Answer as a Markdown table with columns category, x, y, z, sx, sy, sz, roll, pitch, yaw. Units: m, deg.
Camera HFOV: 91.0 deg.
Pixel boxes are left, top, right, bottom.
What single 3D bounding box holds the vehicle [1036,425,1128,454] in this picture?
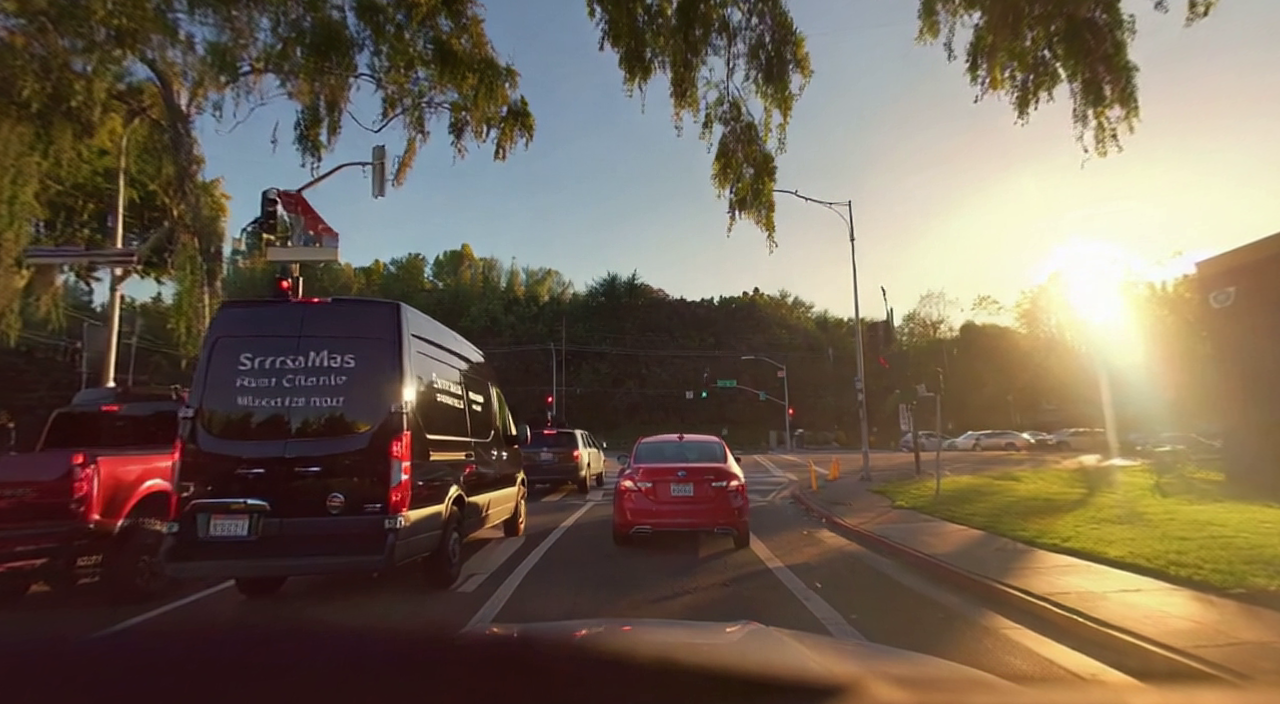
| category | x | y | z | sx | sy | sz | roll | pitch | yaw |
| --- | --- | --- | --- | --- | --- | --- | --- | --- | --- |
| vehicle | 32.007 | 6.371 | 45.628 | 5.084 | 2.041 | 2.360 | 1 | -9 | -8 |

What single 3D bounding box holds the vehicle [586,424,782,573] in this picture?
| category | x | y | z | sx | sy | sz | roll | pitch | yaw |
| --- | --- | --- | --- | --- | --- | --- | --- | --- | --- |
| vehicle | 0.773 | 2.105 | 9.929 | 2.398 | 1.773 | 4.254 | -1 | -8 | 7 |

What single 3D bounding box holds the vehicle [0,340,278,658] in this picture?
| category | x | y | z | sx | sy | sz | roll | pitch | yaw |
| --- | --- | --- | --- | --- | --- | --- | --- | --- | --- |
| vehicle | -5.925 | 1.217 | 5.518 | 2.352 | 2.333 | 5.197 | 0 | -8 | 0 |

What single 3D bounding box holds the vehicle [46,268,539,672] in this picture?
| category | x | y | z | sx | sy | sz | roll | pitch | yaw |
| --- | --- | --- | --- | --- | --- | --- | --- | --- | --- |
| vehicle | -3.040 | 1.249 | 7.643 | 2.555 | 3.035 | 5.702 | 0 | -8 | 1 |

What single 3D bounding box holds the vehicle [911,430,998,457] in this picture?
| category | x | y | z | sx | sy | sz | roll | pitch | yaw |
| --- | --- | --- | --- | --- | --- | --- | --- | --- | --- |
| vehicle | 21.942 | 6.405 | 43.985 | 5.021 | 1.848 | 2.210 | 1 | -9 | -9 |
